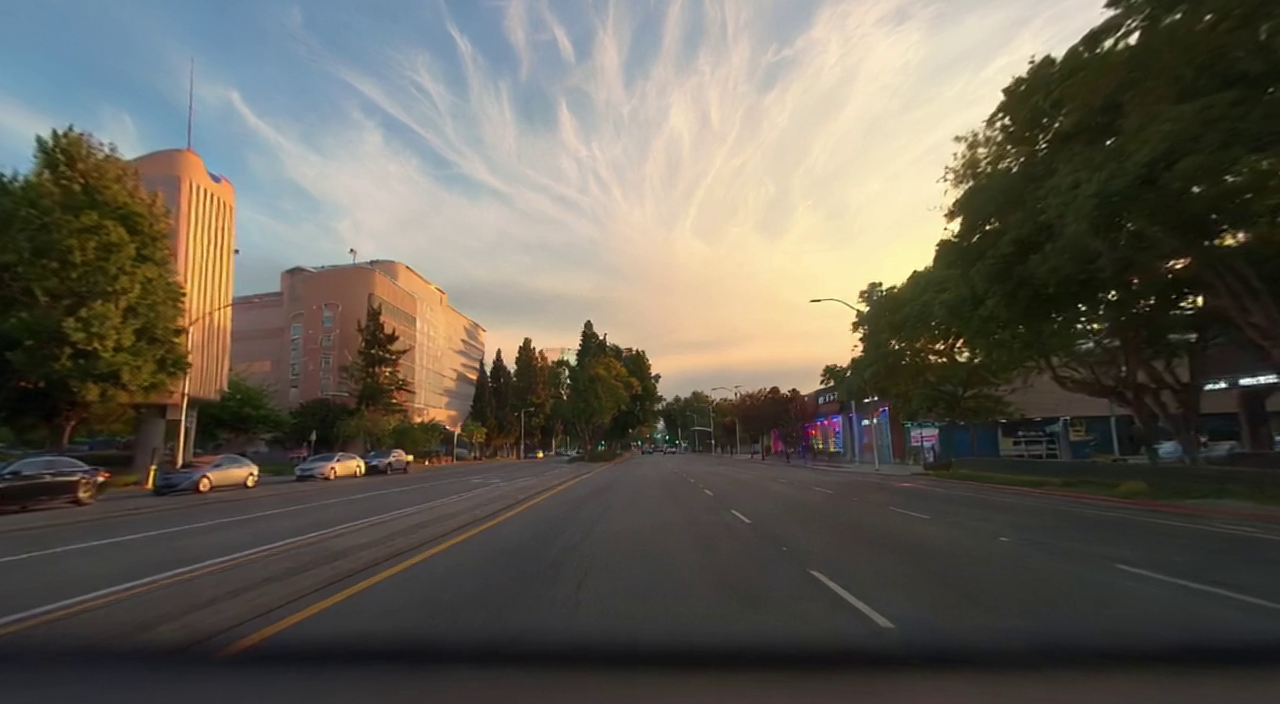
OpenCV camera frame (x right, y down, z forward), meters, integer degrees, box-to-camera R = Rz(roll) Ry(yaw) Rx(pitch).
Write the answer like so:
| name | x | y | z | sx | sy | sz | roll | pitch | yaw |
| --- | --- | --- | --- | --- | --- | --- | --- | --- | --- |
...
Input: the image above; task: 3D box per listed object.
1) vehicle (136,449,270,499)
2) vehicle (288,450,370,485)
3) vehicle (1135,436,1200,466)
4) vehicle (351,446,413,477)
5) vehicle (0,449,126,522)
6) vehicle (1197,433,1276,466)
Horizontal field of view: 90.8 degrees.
| name | x | y | z | sx | sy | sz | roll | pitch | yaw |
| --- | --- | --- | --- | --- | --- | --- | --- | --- | --- |
| vehicle | -16.624 | 4.610 | 24.378 | 1.898 | 1.661 | 4.471 | 0 | -8 | 1 |
| vehicle | -16.638 | 6.167 | 34.099 | 1.944 | 1.669 | 4.613 | 0 | -8 | 1 |
| vehicle | 27.075 | 5.029 | 32.371 | 3.644 | 1.407 | 1.718 | 6 | -10 | -38 |
| vehicle | -16.840 | 7.138 | 41.498 | 1.993 | 1.887 | 4.722 | 0 | -8 | 0 |
| vehicle | -16.480 | 3.406 | 16.359 | 2.191 | 1.696 | 4.812 | 0 | -8 | 1 |
| vehicle | 28.821 | 4.683 | 30.483 | 4.049 | 1.473 | 2.026 | 6 | -10 | -37 |
